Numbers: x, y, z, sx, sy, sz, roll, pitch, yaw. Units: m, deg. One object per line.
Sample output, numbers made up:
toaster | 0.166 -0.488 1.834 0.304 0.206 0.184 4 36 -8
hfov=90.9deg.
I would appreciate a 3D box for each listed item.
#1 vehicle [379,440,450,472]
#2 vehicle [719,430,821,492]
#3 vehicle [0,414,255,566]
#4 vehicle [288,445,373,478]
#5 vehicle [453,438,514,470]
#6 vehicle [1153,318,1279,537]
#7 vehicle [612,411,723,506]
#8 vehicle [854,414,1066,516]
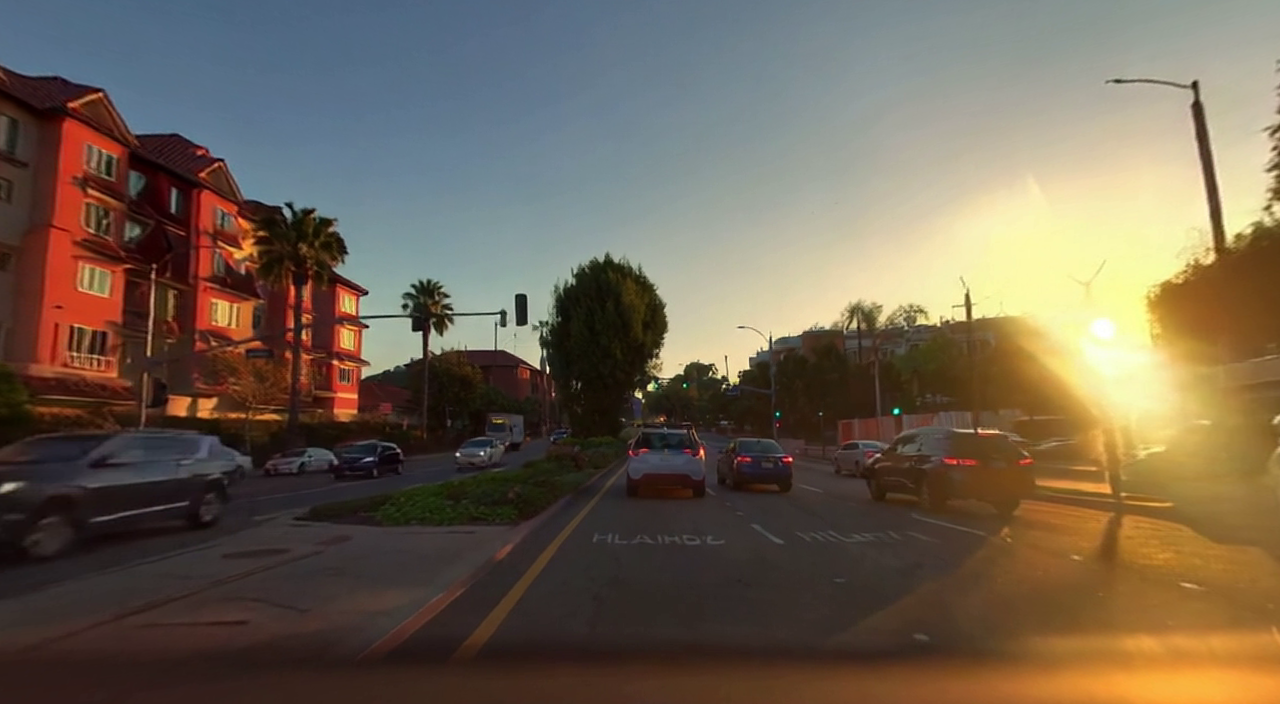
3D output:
vehicle | -11.374 5.288 32.139 2.011 1.520 3.902 -1 -9 3
vehicle | 3.989 3.453 20.363 2.283 1.738 4.916 0 -9 0
vehicle | -8.317 1.918 9.443 2.050 1.725 4.677 0 -9 1
vehicle | -15.103 5.361 31.097 1.858 1.465 4.368 -1 -9 2
vehicle | -8.065 5.301 32.900 1.937 1.530 4.107 -1 -9 3
vehicle | 10.296 0.961 8.022 2.663 3.061 5.602 -2 -4 -1
vehicle | 0.634 2.807 16.919 2.487 2.115 5.444 0 -9 1
vehicle | 7.189 2.625 15.079 2.215 1.973 5.323 0 -9 0
